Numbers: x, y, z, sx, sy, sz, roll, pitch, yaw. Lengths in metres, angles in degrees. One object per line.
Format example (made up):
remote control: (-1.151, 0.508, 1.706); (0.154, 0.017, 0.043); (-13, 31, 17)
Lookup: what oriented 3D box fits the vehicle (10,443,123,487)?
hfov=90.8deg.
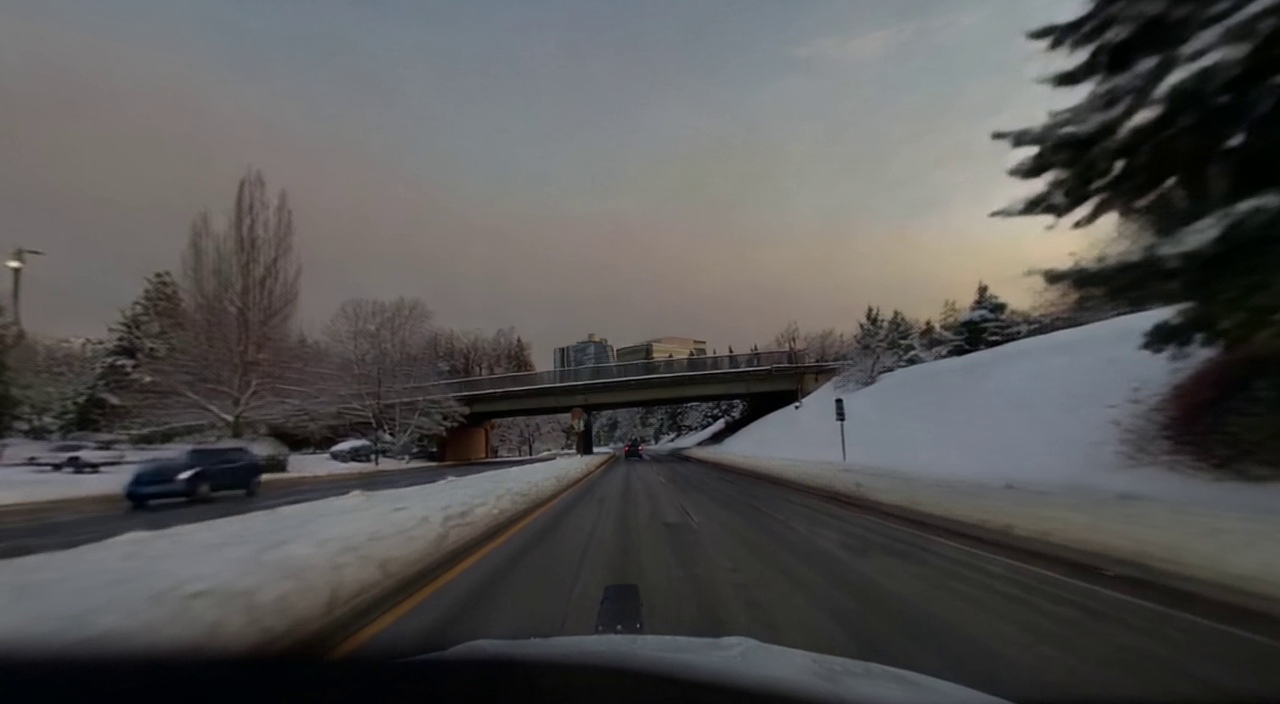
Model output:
vehicle: (-28.745, 5.633, 31.953); (2.199, 1.959, 5.771); (4, -9, -22)

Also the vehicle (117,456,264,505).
vehicle: (-15.540, 4.422, 22.213); (1.912, 1.465, 4.479); (0, -9, 0)
